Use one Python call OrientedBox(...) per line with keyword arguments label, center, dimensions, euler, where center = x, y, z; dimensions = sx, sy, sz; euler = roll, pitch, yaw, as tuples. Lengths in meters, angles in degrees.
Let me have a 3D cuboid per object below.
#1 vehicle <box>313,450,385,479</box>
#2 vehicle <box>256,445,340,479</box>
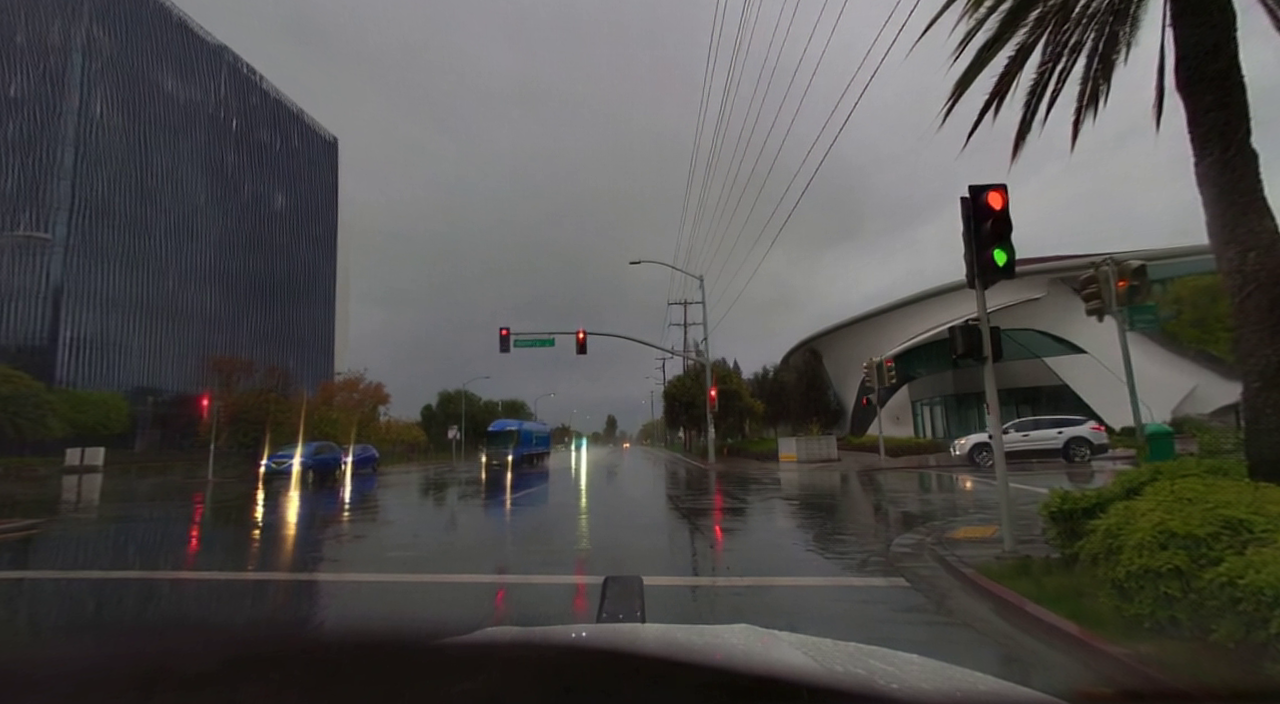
OrientedBox(label="vehicle", center=(-15.362, 5.927, 33.482), dimensions=(1.875, 1.389, 3.784), euler=(0, -9, 3))
OrientedBox(label="vehicle", center=(-19.080, 6.117, 35.369), dimensions=(2.017, 1.739, 4.569), euler=(0, -9, 2))
